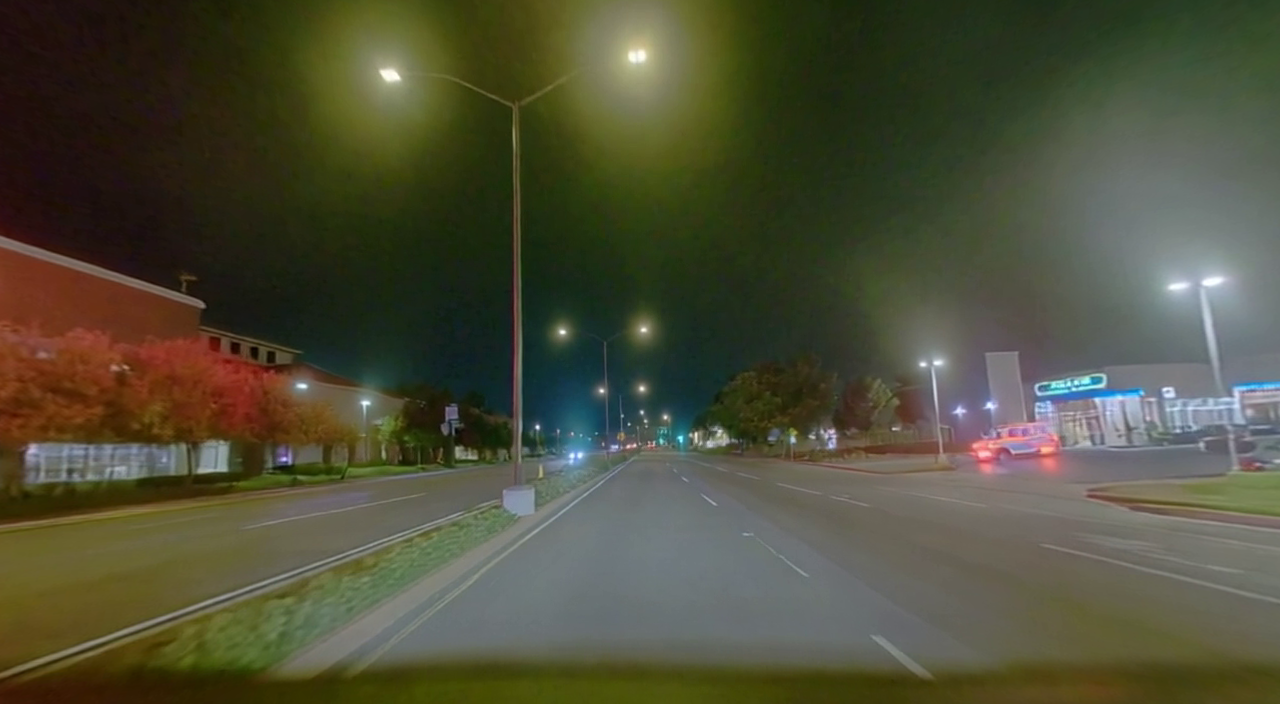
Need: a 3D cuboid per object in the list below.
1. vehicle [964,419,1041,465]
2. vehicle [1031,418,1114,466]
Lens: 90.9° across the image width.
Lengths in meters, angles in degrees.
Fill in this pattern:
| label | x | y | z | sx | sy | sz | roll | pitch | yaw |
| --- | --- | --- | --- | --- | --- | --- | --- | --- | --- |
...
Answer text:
| label | x | y | z | sx | sy | sz | roll | pitch | yaw |
| --- | --- | --- | --- | --- | --- | --- | --- | --- | --- |
| vehicle | 17.874 | 4.485 | 31.407 | 2.425 | 2.043 | 5.455 | -4 | -9 | 21 |
| vehicle | 21.822 | 4.521 | 32.049 | 2.240 | 2.095 | 5.149 | -6 | -7 | 22 |
